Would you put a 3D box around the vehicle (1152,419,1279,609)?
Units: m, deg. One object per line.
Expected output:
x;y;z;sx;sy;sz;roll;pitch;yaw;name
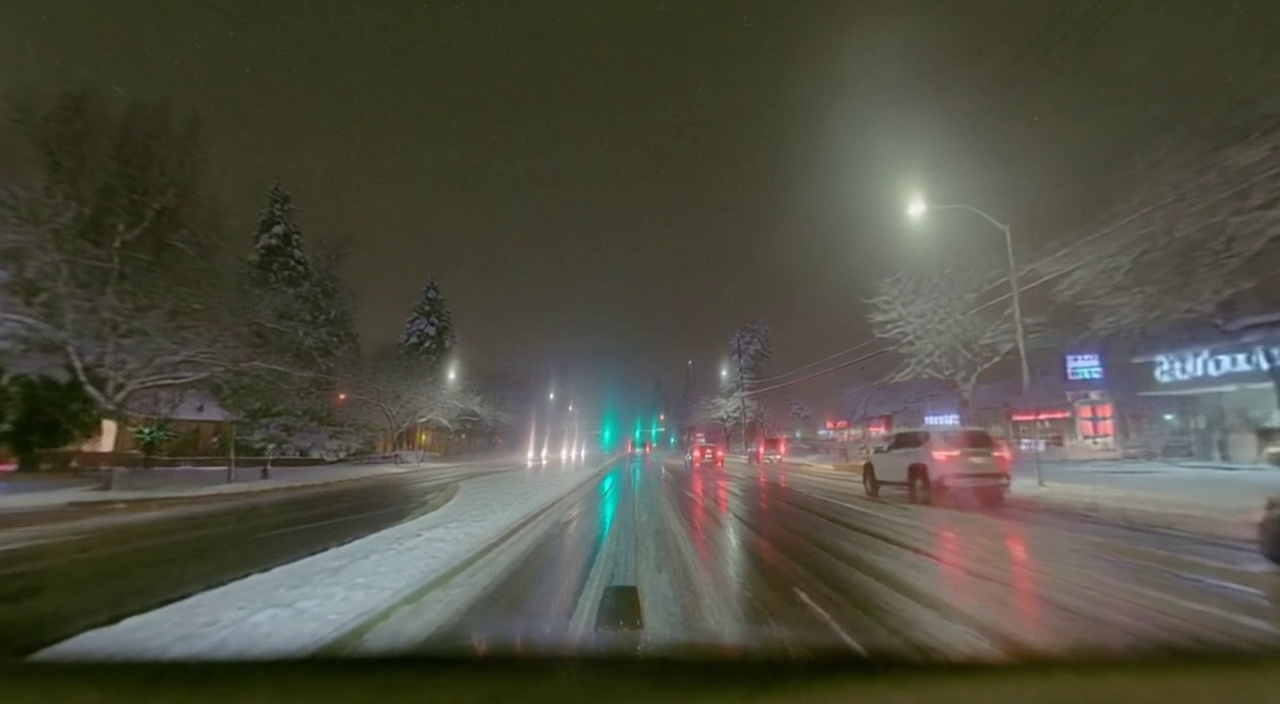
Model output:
6.147;1.087;3.706;2.150;1.485;4.919;0;-8;0;vehicle

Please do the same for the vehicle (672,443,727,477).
2.743;5.099;30.162;2.099;1.463;4.365;0;-8;-1;vehicle

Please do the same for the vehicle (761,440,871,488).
6.028;3.884;22.312;2.072;1.491;4.753;1;-8;-6;vehicle

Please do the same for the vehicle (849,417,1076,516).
6.883;2.511;14.360;2.268;1.822;5.038;0;-8;-3;vehicle
